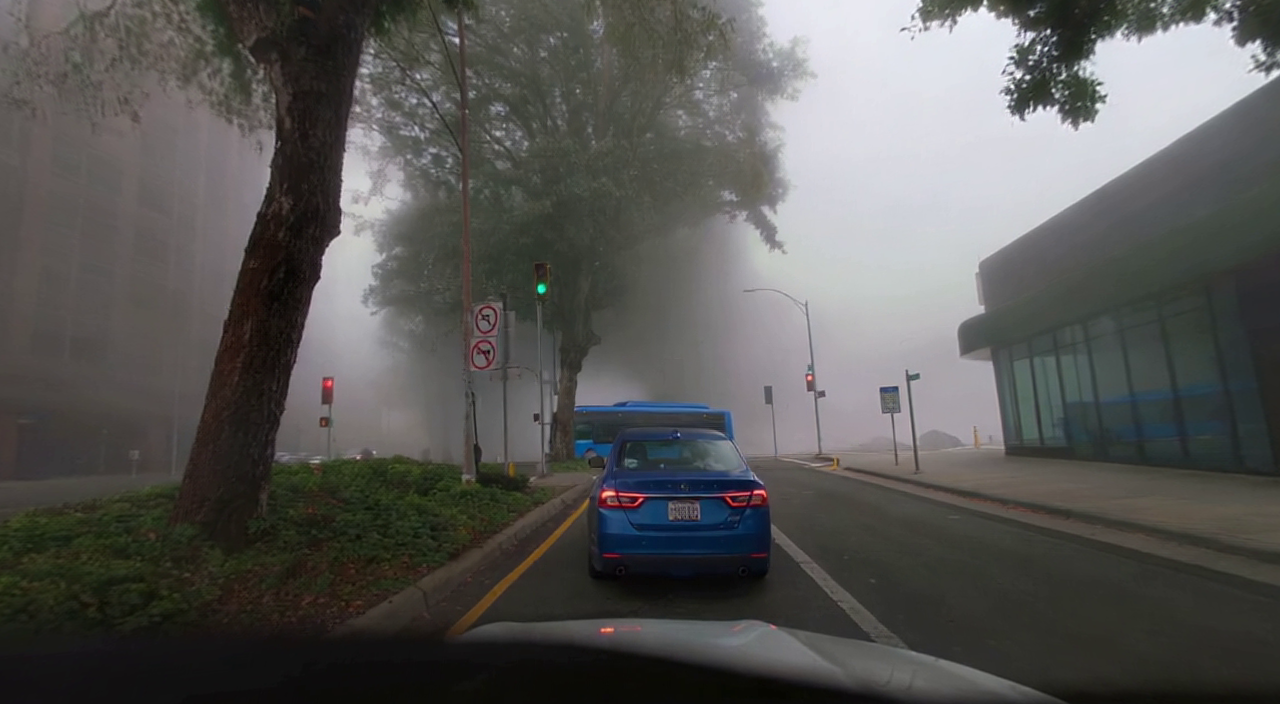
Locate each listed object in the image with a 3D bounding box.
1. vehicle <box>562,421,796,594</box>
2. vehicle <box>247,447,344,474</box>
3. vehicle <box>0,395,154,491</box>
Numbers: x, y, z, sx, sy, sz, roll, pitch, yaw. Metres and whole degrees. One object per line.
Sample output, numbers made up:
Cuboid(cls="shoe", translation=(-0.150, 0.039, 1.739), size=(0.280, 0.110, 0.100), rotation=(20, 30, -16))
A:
Cuboid(cls="vehicle", translation=(0.367, 1.625, 7.396), size=(2.006, 1.470, 3.799), rotation=(0, -8, 1))
Cuboid(cls="vehicle", translation=(-20.363, 6.379, 37.585), size=(1.883, 1.461, 4.830), rotation=(-4, -9, 23))
Cuboid(cls="vehicle", translation=(-25.971, 3.644, 25.311), size=(2.692, 3.685, 10.153), rotation=(-3, -9, 20))
